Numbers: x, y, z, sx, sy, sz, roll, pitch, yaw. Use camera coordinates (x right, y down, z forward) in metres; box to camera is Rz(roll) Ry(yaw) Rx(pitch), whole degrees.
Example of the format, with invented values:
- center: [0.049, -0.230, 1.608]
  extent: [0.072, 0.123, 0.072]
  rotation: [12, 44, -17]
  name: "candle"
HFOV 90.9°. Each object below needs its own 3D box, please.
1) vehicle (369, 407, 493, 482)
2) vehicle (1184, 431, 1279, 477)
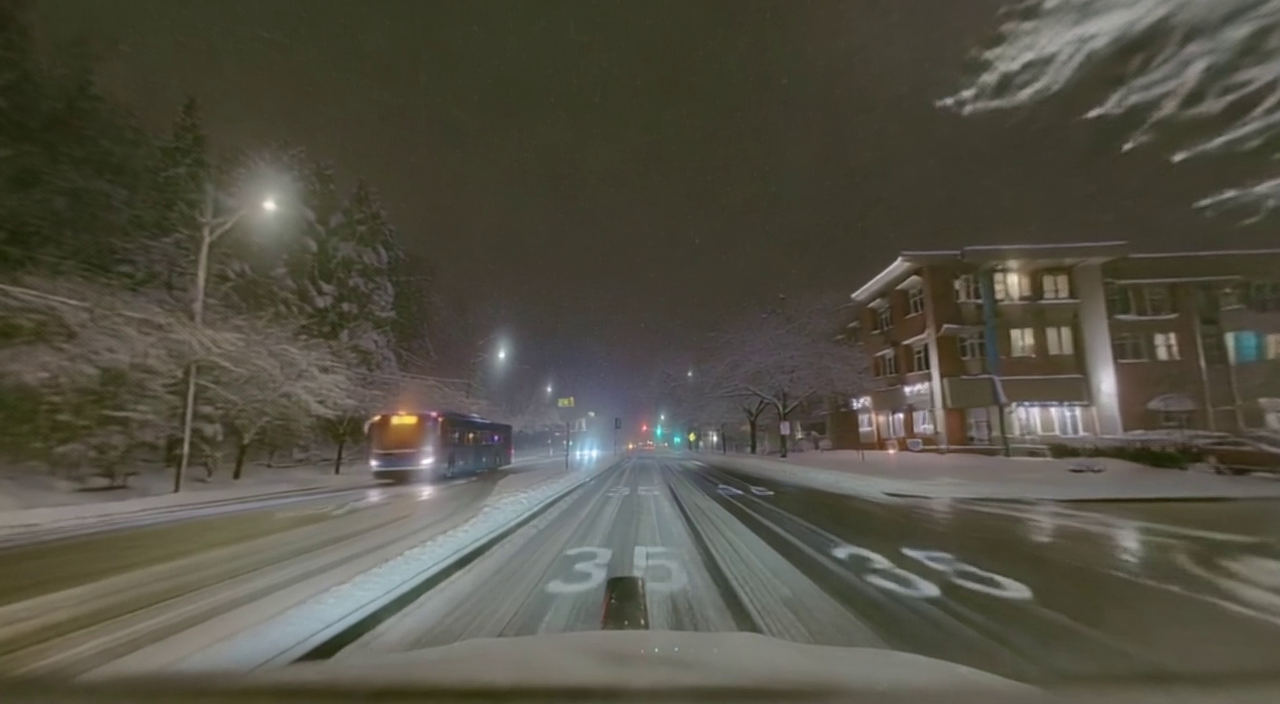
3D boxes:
- center: [-10.776, 5.000, 34.038]
  extent: [3.052, 3.397, 10.003]
  rotation: [0, -8, 1]
  name: "vehicle"
- center: [21.080, 3.344, 20.753]
  extent: [4.404, 1.440, 1.900]
  rotation: [-1, -8, 3]
  name: "vehicle"
